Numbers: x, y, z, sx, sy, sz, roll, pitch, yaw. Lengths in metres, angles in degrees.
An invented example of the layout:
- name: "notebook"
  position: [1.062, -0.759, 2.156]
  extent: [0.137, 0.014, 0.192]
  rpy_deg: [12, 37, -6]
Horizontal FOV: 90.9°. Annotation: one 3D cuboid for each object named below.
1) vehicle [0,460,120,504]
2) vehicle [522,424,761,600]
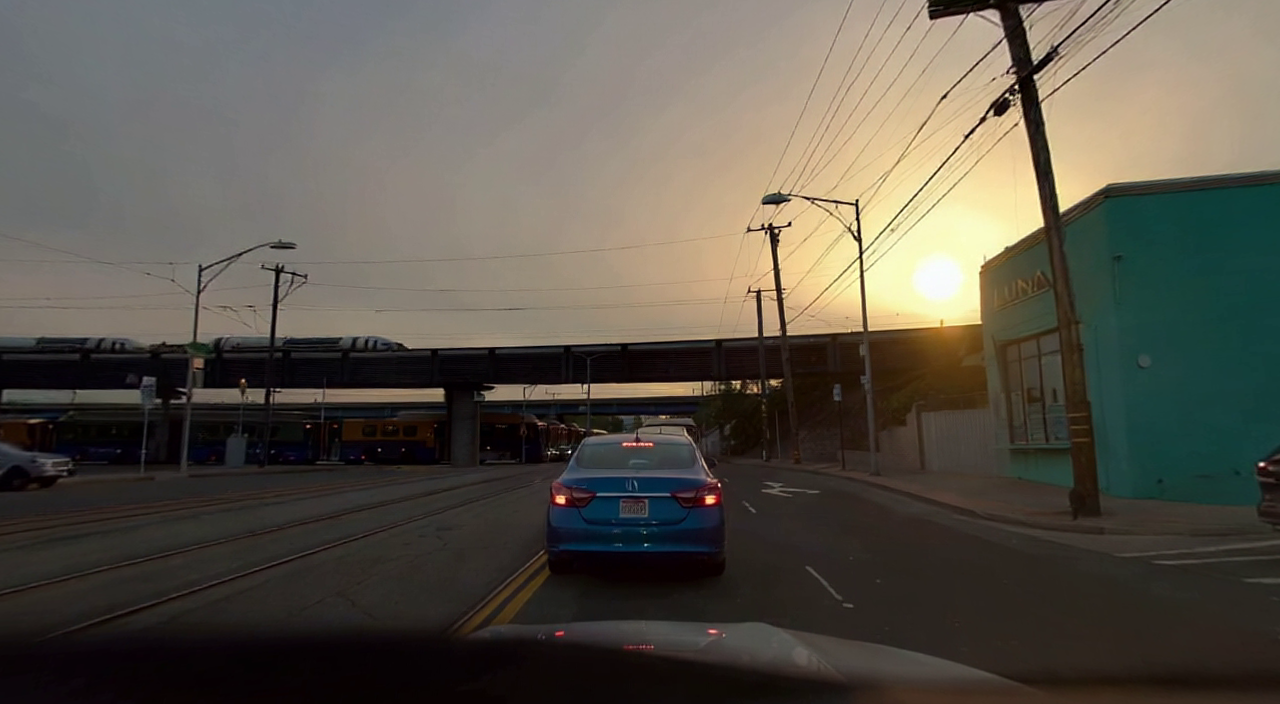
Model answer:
- name: "vehicle"
  position: [-21.913, 4.683, 22.846]
  extent: [4.566, 1.453, 1.935]
  rpy_deg: [-1, -9, 5]
- name: "vehicle"
  position: [0.102, 1.711, 7.617]
  extent: [2.090, 1.518, 4.033]
  rpy_deg: [-1, -9, 3]
